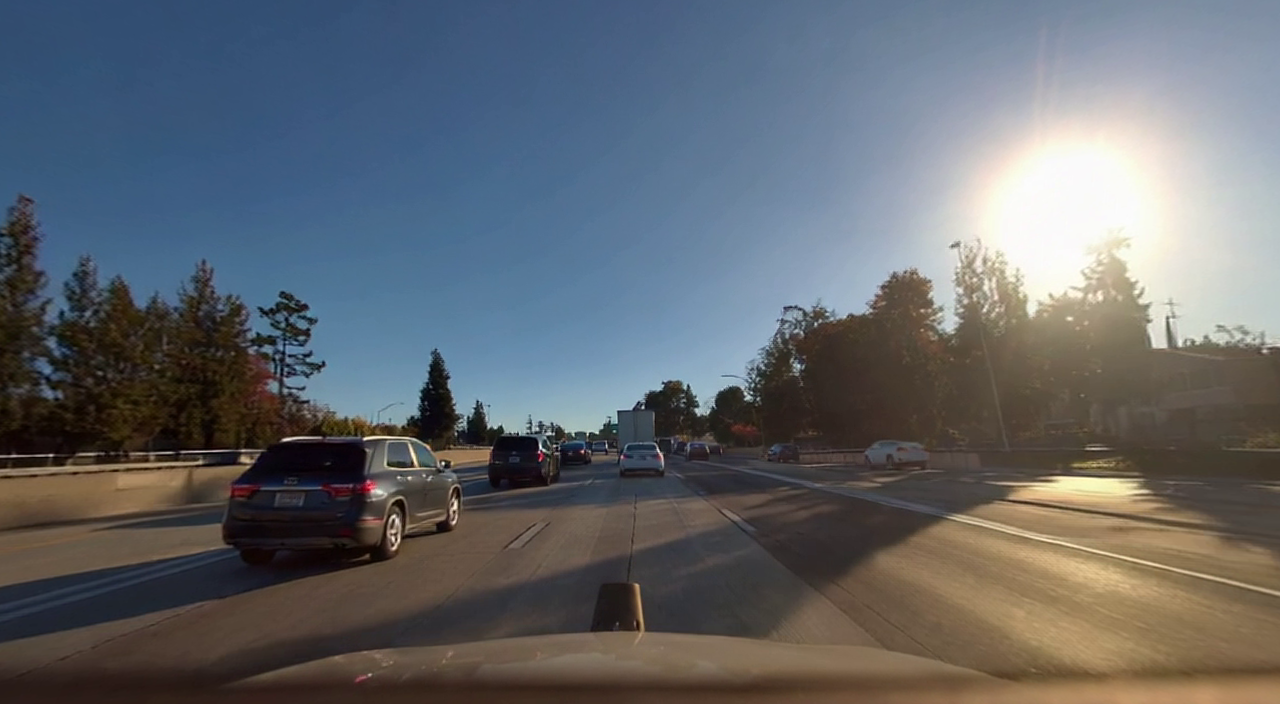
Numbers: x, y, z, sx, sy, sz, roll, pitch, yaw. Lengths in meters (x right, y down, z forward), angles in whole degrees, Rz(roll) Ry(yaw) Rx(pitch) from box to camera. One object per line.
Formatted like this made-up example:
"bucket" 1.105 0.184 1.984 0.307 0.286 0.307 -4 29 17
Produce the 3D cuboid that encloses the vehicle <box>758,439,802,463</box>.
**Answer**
"vehicle" 10.545 7.499 47.836 2.048 1.674 4.106 1 -9 -5

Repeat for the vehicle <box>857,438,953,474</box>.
"vehicle" 11.773 4.668 28.477 1.905 1.490 4.826 1 -9 -5

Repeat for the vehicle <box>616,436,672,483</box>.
"vehicle" 0.130 4.304 25.473 2.063 1.703 4.203 0 -9 -1

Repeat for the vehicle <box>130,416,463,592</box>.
"vehicle" -3.872 1.772 8.145 1.988 1.668 4.021 0 -9 0

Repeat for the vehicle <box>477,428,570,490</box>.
"vehicle" -4.033 3.847 22.998 2.301 1.944 5.482 0 -9 1
